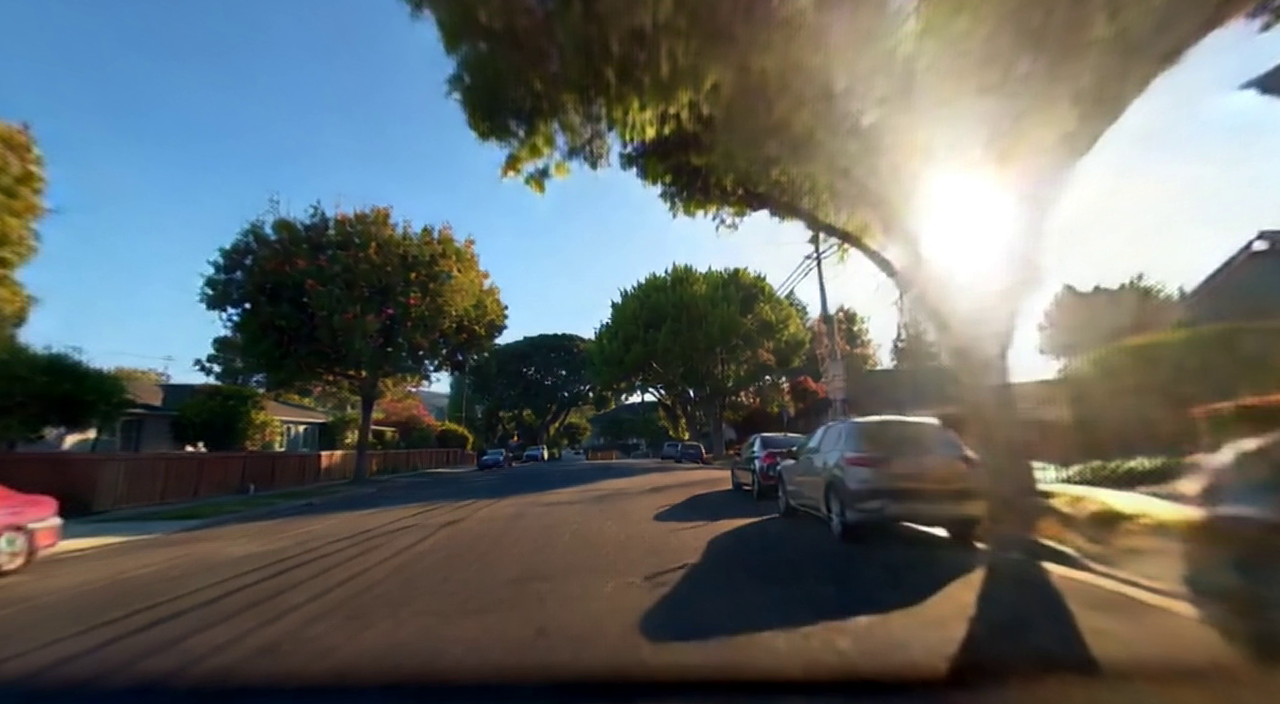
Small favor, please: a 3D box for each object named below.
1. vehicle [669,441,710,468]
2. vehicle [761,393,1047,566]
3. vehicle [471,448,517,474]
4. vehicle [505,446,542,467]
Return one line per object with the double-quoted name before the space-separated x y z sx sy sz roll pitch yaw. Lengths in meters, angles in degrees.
"vehicle" 2.929 6.224 38.426 1.927 1.529 4.144 0 -8 -3
"vehicle" 3.149 1.635 8.807 1.928 1.751 4.537 0 -8 -1
"vehicle" -8.795 6.581 38.479 1.937 1.427 4.510 0 -8 -3
"vehicle" -9.121 8.188 49.754 2.027 1.584 4.476 0 -8 1
